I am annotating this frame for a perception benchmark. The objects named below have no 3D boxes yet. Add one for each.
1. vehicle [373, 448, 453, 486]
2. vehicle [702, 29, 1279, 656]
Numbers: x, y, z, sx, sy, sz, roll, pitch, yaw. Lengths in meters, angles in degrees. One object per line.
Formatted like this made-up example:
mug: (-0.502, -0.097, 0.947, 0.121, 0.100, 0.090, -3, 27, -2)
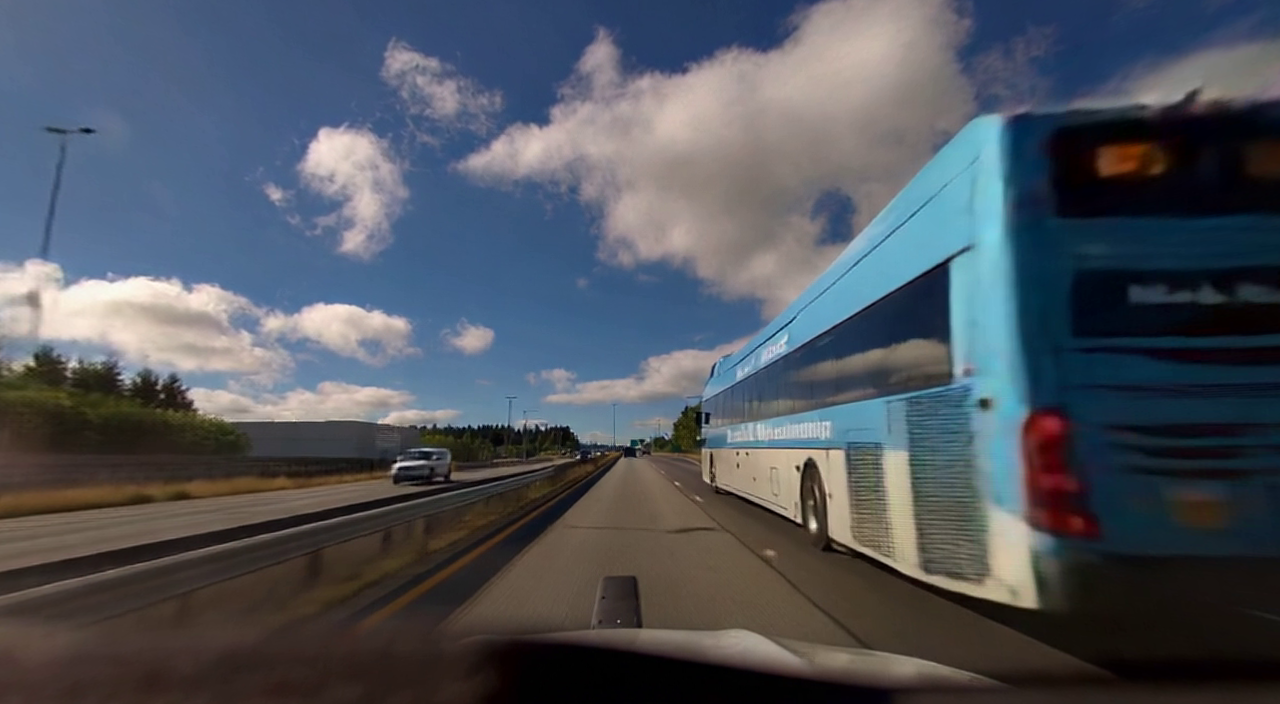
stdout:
vehicle: (-9.592, 4.871, 26.891, 1.872, 1.461, 4.227, 0, -9, 0)
vehicle: (3.606, 0.845, 11.085, 3.277, 4.084, 14.213, 0, -9, -1)
